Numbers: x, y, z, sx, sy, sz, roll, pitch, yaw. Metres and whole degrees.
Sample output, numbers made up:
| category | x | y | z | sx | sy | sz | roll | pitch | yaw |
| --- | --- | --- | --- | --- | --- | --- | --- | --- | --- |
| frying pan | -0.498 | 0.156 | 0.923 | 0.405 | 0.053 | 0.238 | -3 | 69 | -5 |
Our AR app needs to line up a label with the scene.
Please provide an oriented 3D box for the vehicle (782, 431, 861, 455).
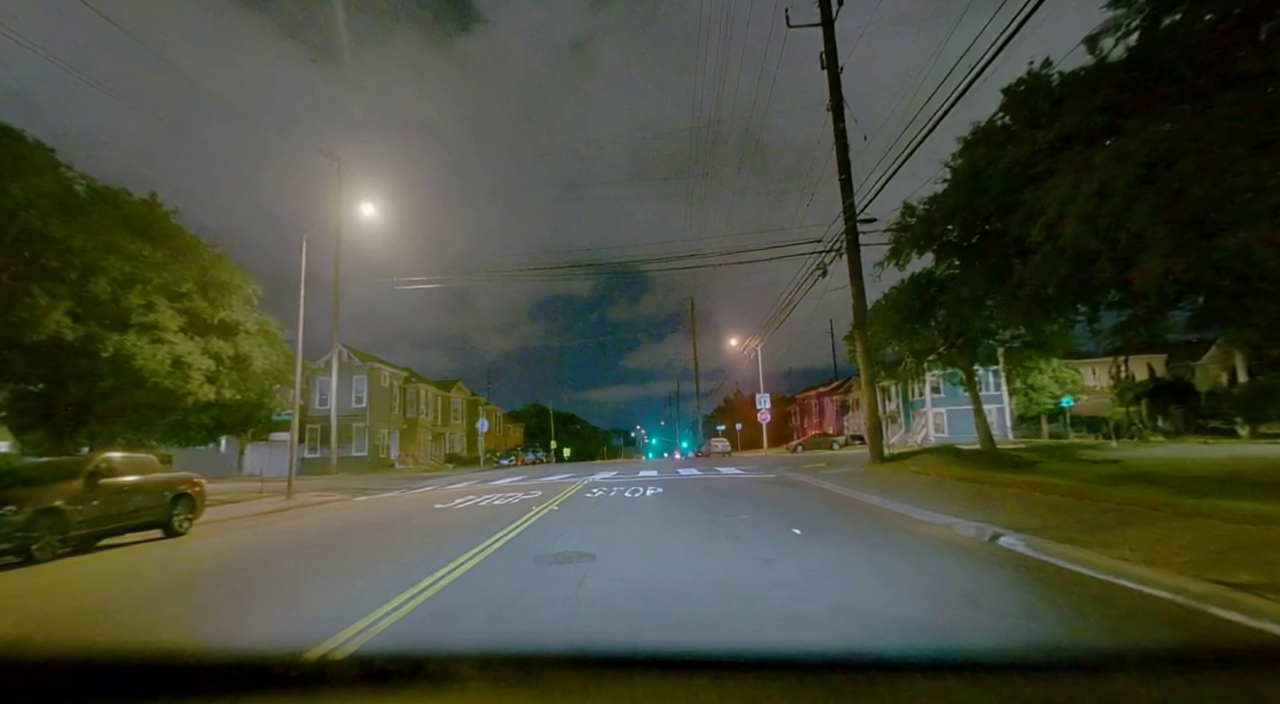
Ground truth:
| category | x | y | z | sx | sy | sz | roll | pitch | yaw |
| --- | --- | --- | --- | --- | --- | --- | --- | --- | --- |
| vehicle | 11.471 | 5.758 | 40.064 | 4.336 | 1.424 | 1.954 | 1 | -9 | -9 |

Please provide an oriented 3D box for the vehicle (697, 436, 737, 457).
| category | x | y | z | sx | sy | sz | roll | pitch | yaw |
| --- | --- | --- | --- | --- | --- | --- | --- | --- | --- |
| vehicle | 5.664 | 7.017 | 46.955 | 2.059 | 1.502 | 4.824 | 0 | -8 | -4 |

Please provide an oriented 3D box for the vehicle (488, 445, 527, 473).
| category | x | y | z | sx | sy | sz | roll | pitch | yaw |
| --- | --- | --- | --- | --- | --- | --- | --- | --- | --- |
| vehicle | -9.385 | 7.572 | 45.053 | 1.900 | 1.683 | 4.486 | -5 | -8 | -4 |

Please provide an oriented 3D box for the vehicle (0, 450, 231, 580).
| category | x | y | z | sx | sy | sz | roll | pitch | yaw |
| --- | --- | --- | --- | --- | --- | --- | --- | --- | --- |
| vehicle | -8.912 | 2.421 | 9.904 | 1.984 | 1.465 | 4.622 | -5 | -7 | 0 |
